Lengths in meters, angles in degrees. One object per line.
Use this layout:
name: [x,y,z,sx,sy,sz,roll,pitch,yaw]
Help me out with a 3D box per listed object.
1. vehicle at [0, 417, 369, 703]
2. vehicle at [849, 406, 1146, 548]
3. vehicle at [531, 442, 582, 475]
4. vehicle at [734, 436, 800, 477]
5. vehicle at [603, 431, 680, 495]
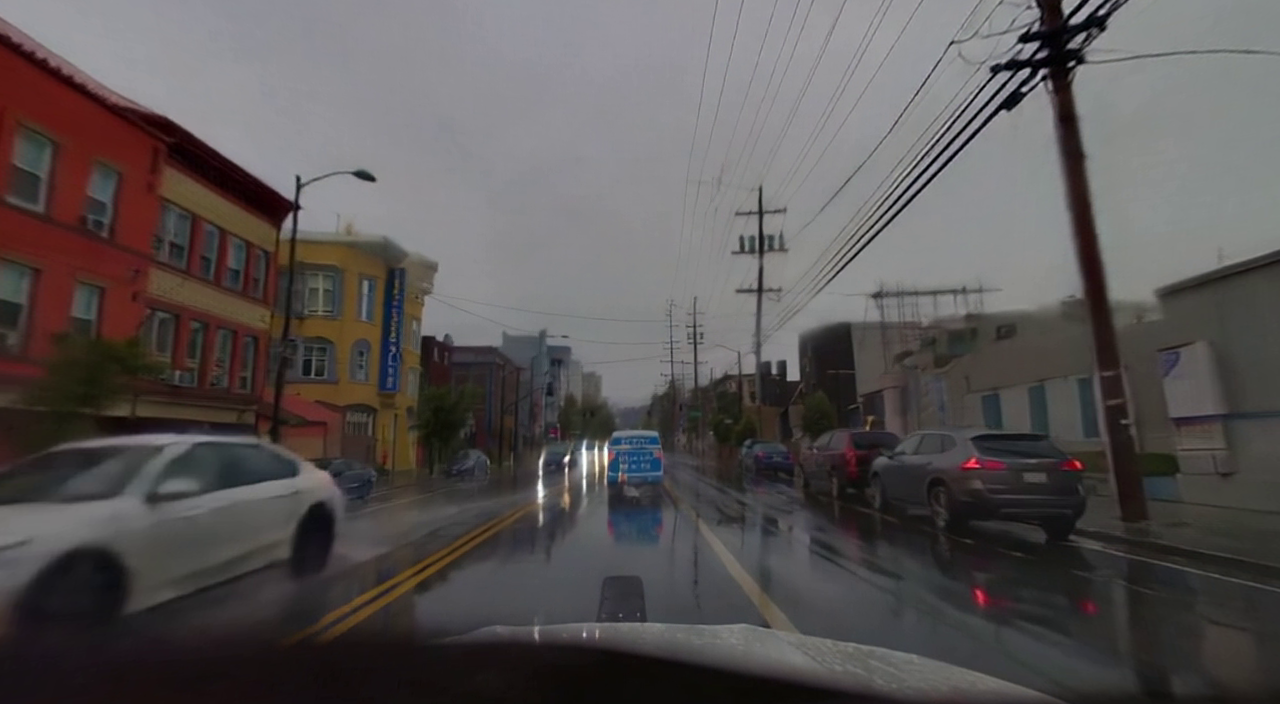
vehicle: [-4.175,1.398,5.188,1.944,1.515,4.428,0,-9,0]
vehicle: [6.227,2.270,12.282,2.203,2.052,5.975,0,-9,-1]
vehicle: [-4.088,5.257,31.502,1.968,1.524,4.304,0,-9,0]
vehicle: [6.337,5.294,32.257,2.197,1.917,5.637,0,-9,0]
vehicle: [0.045,3.147,18.230,1.980,1.635,3.795,0,-9,0]
